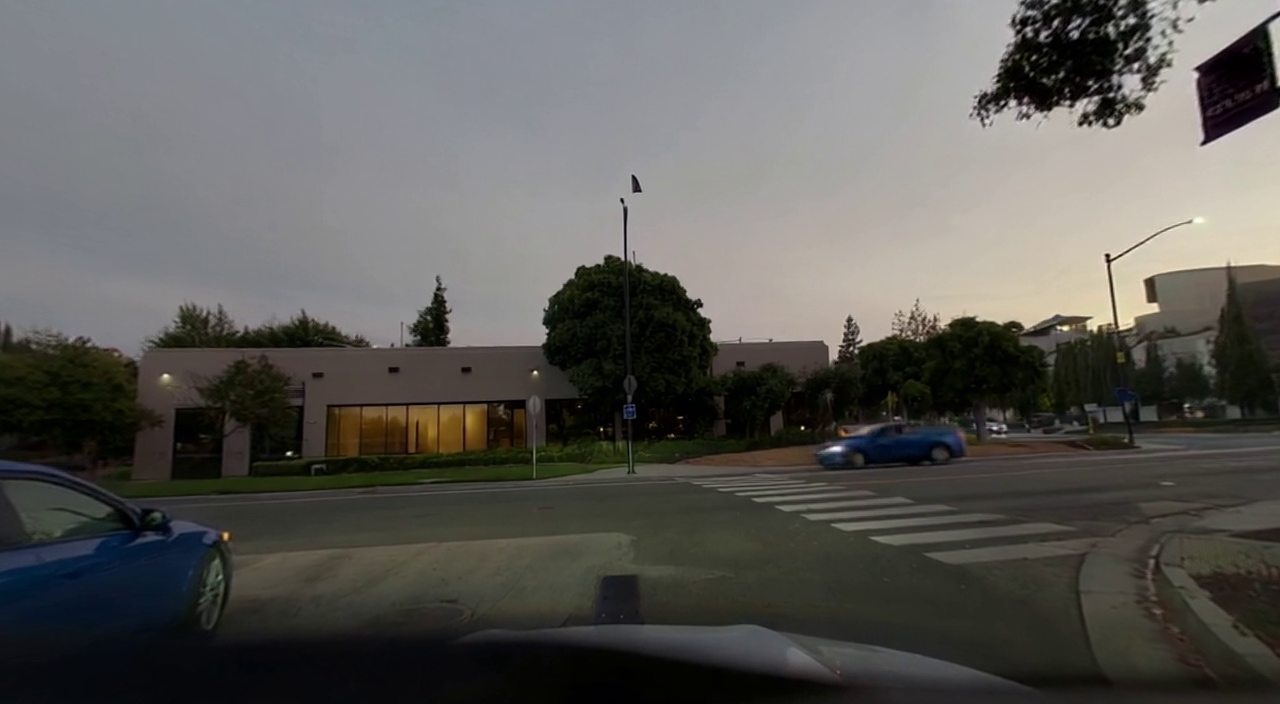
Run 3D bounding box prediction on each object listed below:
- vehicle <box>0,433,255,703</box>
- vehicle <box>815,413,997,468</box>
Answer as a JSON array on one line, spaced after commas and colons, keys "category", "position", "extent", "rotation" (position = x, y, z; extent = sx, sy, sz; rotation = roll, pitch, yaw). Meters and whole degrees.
[{"category": "vehicle", "position": [-3.325, 0.957, 1.887], "extent": [2.069, 1.413, 5.006], "rotation": [1, -8, -11]}, {"category": "vehicle", "position": [8.083, 2.703, 19.406], "extent": [4.788, 1.548, 1.965], "rotation": [1, -8, -11]}]
